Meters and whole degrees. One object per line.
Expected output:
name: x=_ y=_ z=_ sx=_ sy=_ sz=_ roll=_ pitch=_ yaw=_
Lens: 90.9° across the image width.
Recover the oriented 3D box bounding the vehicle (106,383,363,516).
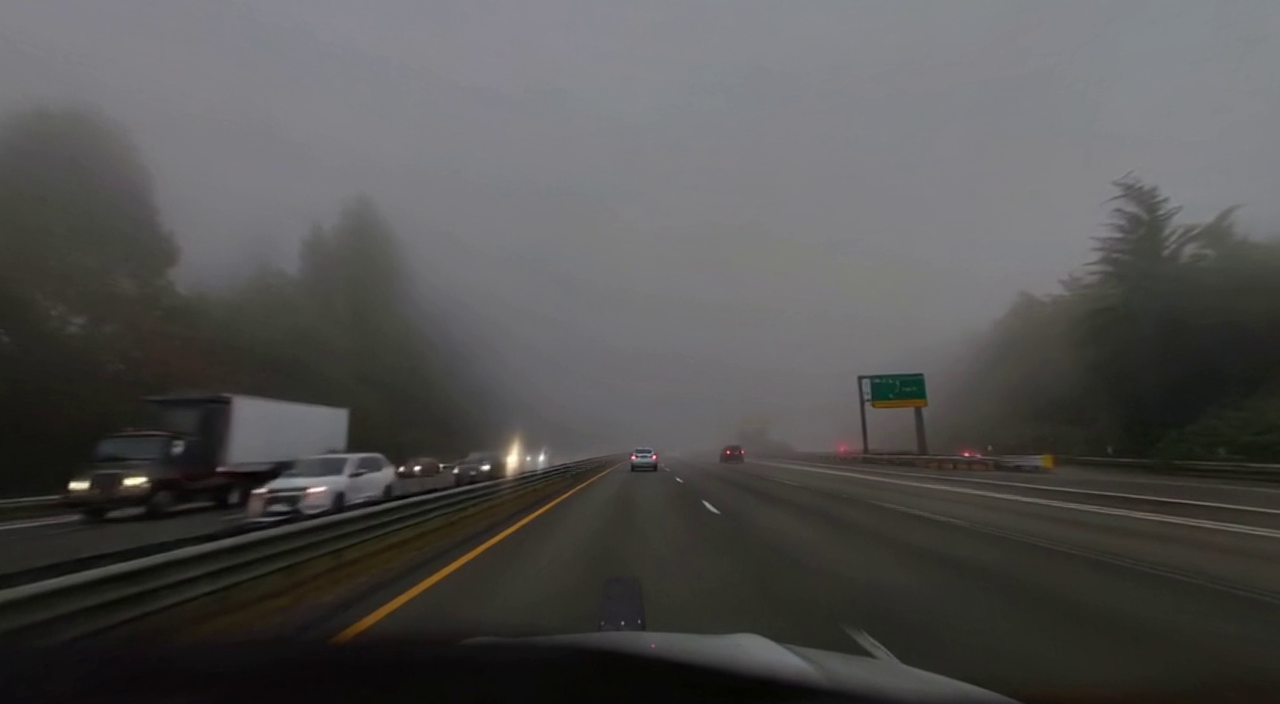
vehicle: x=-14.838 y=3.818 z=24.821 sx=2.967 sy=4.046 sz=10.700 roll=0 pitch=-9 yaw=0

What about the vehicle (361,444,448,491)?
vehicle: x=-10.968 y=5.382 z=29.828 sx=2.131 sy=1.986 sz=5.151 roll=0 pitch=-9 yaw=0

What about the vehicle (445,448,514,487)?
vehicle: x=-7.324 y=5.299 z=29.255 sx=2.055 sy=1.633 sz=4.239 roll=0 pitch=-9 yaw=0

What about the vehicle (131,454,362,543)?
vehicle: x=-8.072 y=3.002 z=13.638 sx=1.920 sy=1.533 sz=4.730 roll=0 pitch=-9 yaw=0

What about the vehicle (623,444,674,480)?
vehicle: x=0.351 y=5.071 z=29.229 sx=2.177 sy=1.520 sz=4.278 roll=0 pitch=-9 yaw=0
